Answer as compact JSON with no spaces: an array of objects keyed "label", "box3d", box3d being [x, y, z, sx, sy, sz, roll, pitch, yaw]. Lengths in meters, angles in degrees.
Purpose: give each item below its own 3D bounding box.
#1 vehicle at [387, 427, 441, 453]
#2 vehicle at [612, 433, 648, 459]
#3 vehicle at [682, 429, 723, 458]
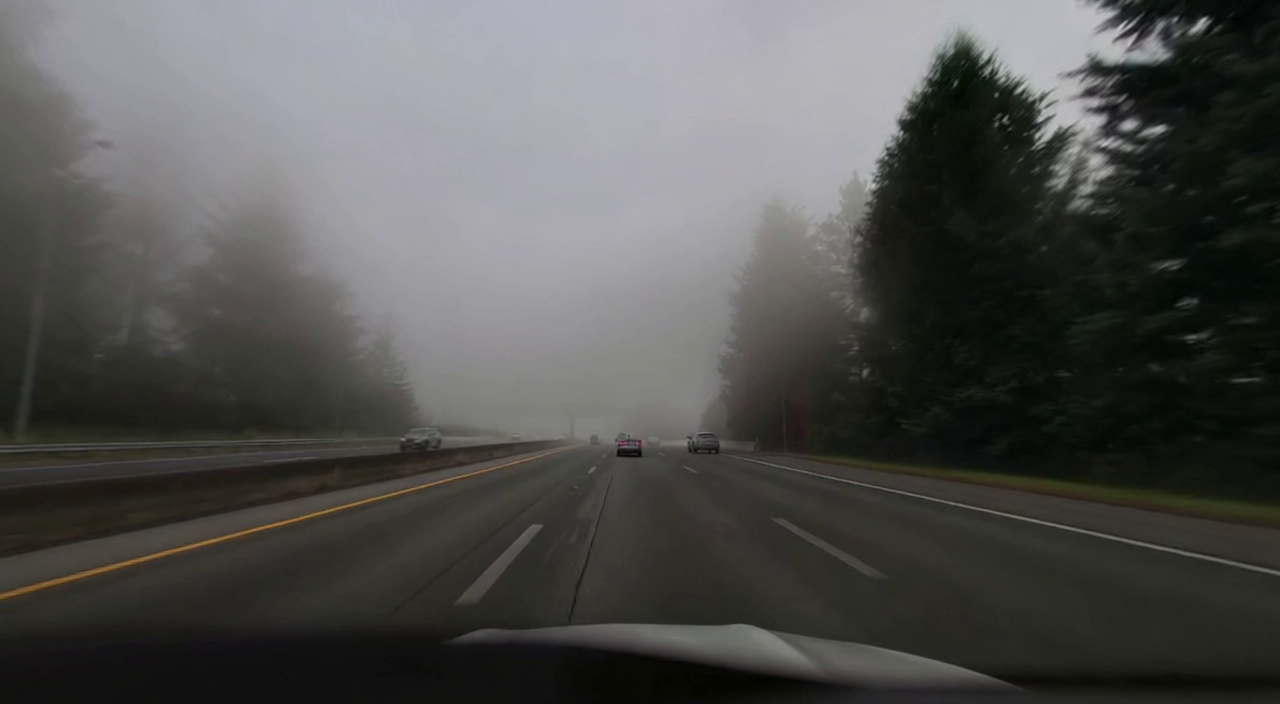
[{"label":"vehicle","box3d":[-14.161,5.536,39.723,2.152,1.601,3.543,0,-8,-2]},{"label":"vehicle","box3d":[-0.618,5.443,36.736,1.987,1.440,3.565,0,-8,-2]},{"label":"vehicle","box3d":[3.671,5.441,37.656,1.892,1.600,3.782,0,-8,-2]}]
